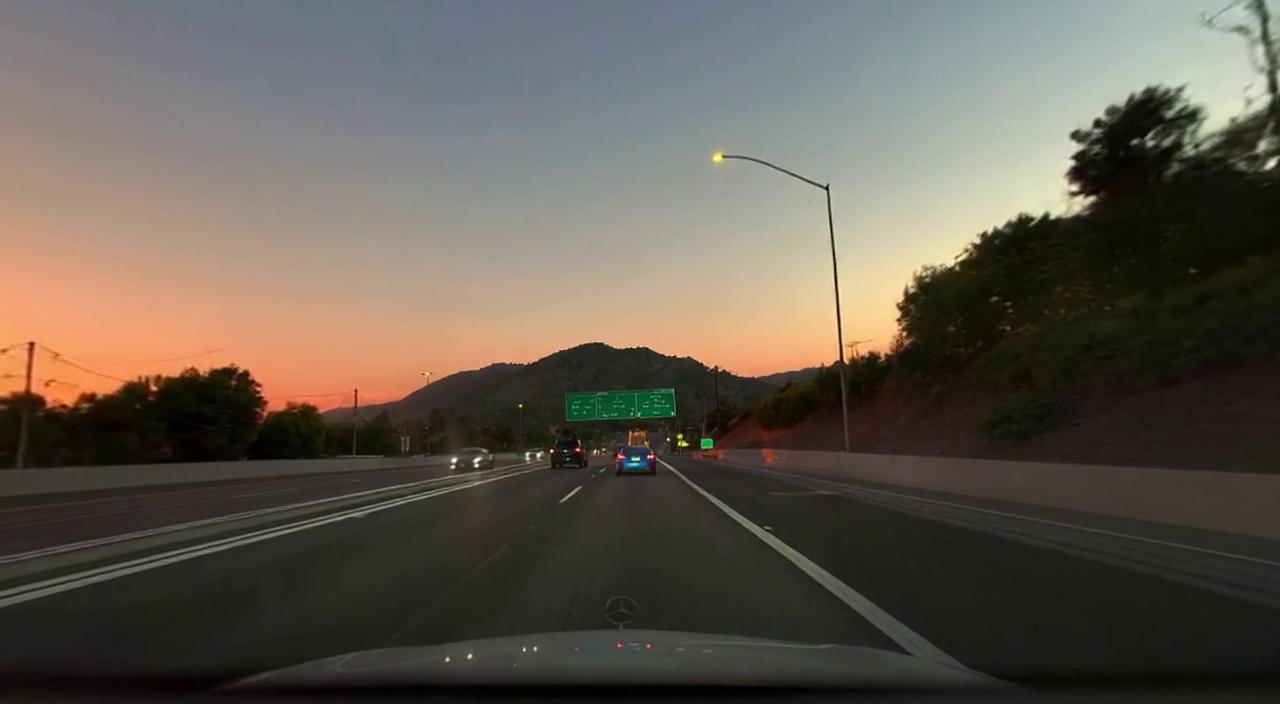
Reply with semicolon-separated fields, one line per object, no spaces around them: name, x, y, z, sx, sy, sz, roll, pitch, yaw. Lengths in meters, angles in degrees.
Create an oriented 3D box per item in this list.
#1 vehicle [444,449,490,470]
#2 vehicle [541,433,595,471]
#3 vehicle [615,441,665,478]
vehicle;-13.272;8.275;48.584;2.059;1.512;4.244;0;-9;3
vehicle;-3.757;5.387;33.946;2.264;1.901;4.647;0;-9;1
vehicle;0.019;4.828;28.569;2.086;1.548;4.325;0;-9;0
